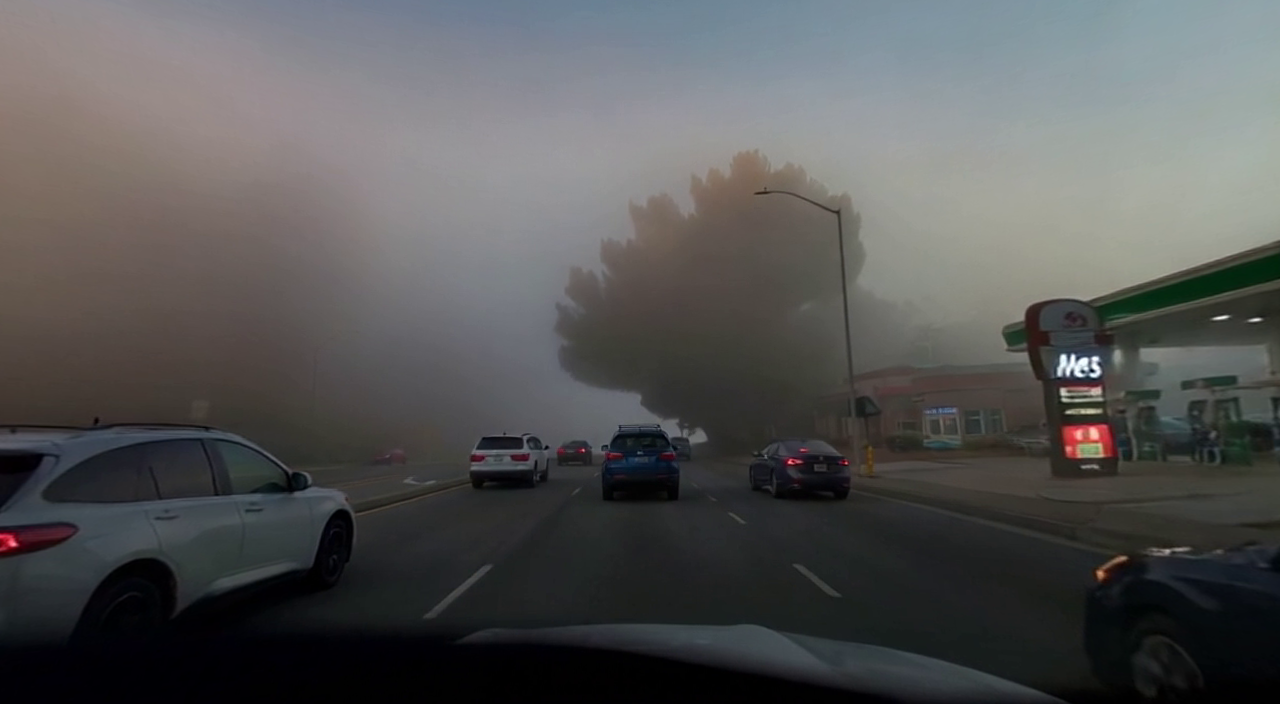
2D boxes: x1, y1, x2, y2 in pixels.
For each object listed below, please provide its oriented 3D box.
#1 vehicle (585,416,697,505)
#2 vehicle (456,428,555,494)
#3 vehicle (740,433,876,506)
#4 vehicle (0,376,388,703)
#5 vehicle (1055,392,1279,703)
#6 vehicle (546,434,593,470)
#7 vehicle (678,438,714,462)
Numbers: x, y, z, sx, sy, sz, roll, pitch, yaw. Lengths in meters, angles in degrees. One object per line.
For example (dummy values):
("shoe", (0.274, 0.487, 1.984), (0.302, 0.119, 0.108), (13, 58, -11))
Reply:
("vehicle", (0.011, 2.524, 15.086), (2.279, 1.803, 4.254), (0, -8, 0))
("vehicle", (-3.768, 3.122, 18.432), (1.932, 1.695, 4.150), (0, -8, 0))
("vehicle", (3.785, 2.728, 15.146), (1.888, 1.456, 4.589), (0, -8, -1))
("vehicle", (-3.594, 1.175, 4.588), (1.864, 1.574, 4.031), (0, -8, 0))
("vehicle", (3.390, 0.749, 1.309), (1.976, 1.492, 4.436), (0, -8, -1))
("vehicle", (-3.550, 5.112, 32.423), (1.871, 1.673, 3.920), (0, -8, 1))
("vehicle", (3.688, 6.501, 41.960), (1.926, 1.522, 3.852), (0, -8, -2))
